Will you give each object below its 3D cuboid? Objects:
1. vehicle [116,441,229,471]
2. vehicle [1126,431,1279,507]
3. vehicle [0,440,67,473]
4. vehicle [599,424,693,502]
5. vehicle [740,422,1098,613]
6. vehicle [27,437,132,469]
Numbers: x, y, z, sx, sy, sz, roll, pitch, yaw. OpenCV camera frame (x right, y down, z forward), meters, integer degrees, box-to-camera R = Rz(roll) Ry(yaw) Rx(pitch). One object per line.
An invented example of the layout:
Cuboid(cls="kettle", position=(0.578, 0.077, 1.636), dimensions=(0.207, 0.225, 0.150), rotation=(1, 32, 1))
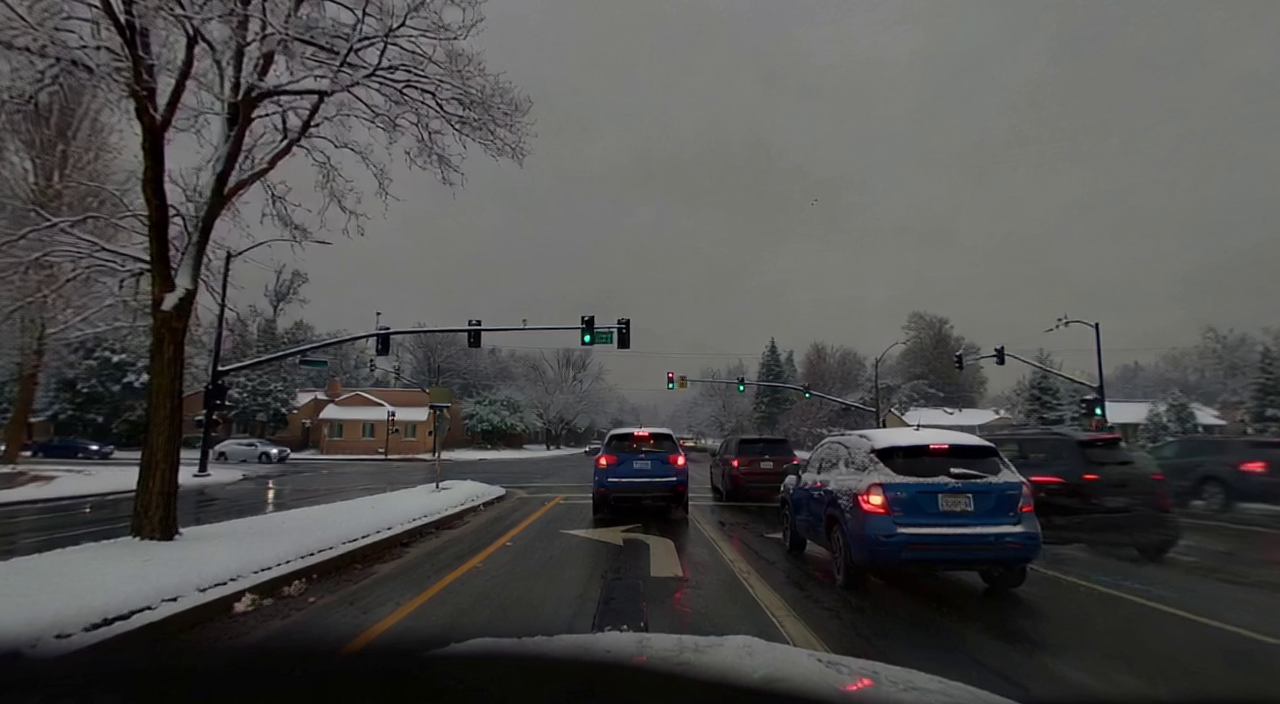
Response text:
Cuboid(cls="vehicle", position=(-26.342, 5.879, 35.628), dimensions=(4.724, 1.630, 1.968), rotation=(0, -8, -3))
Cuboid(cls="vehicle", position=(16.262, 3.124, 17.268), dimensions=(2.010, 1.796, 4.755), rotation=(0, -8, 0))
Cuboid(cls="vehicle", position=(-35.041, 5.774, 34.931), dimensions=(4.465, 1.693, 1.959), rotation=(2, -9, -1))
Cuboid(cls="vehicle", position=(0.071, 2.780, 16.120), dimensions=(2.099, 1.705, 4.020), rotation=(0, -8, -2))
Cuboid(cls="vehicle", position=(2.548, 1.626, 7.207), dimensions=(2.009, 1.480, 4.423), rotation=(0, -8, -1))
Cuboid(cls="vehicle", position=(-36.861, 6.624, 41.526), dimensions=(4.771, 1.778, 2.032), rotation=(3, -8, -2))
